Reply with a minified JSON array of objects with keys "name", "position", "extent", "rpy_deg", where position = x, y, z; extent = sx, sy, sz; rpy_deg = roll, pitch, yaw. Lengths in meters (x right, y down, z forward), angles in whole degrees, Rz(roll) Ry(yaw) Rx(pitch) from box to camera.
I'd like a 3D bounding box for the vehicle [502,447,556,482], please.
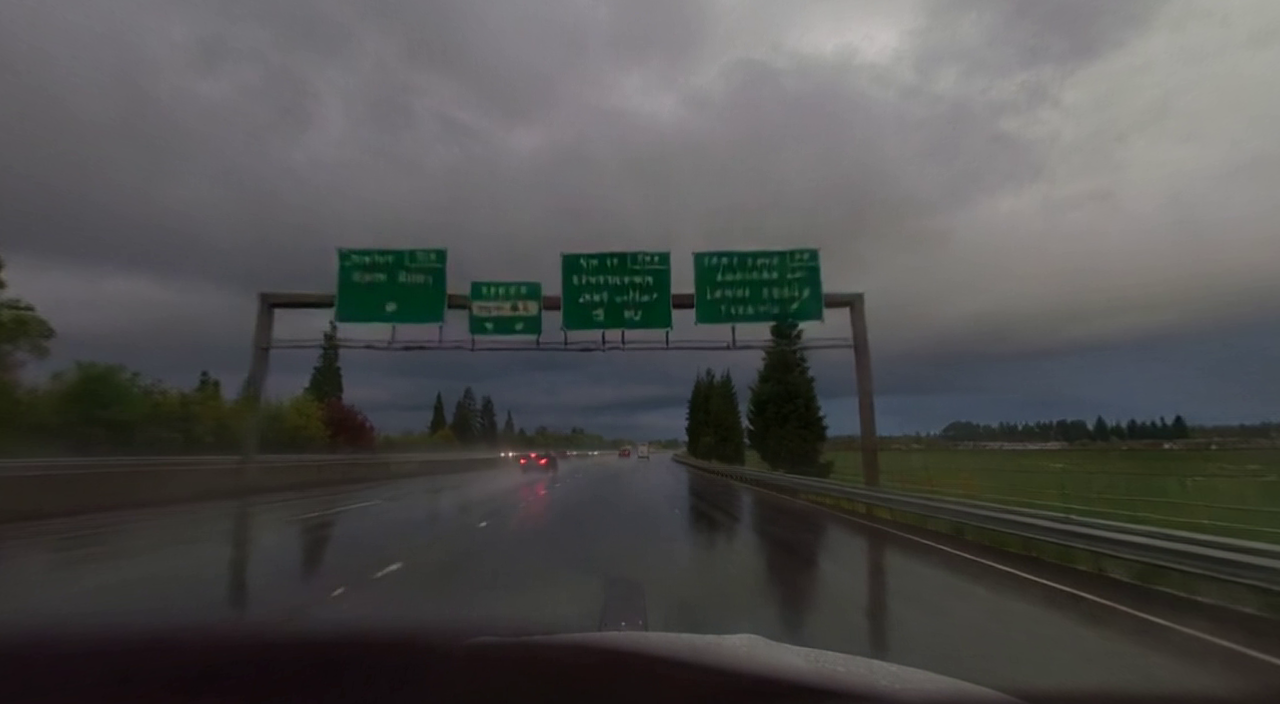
[{"name":"vehicle","position":[-5.437,5.563,31.454],"extent":[1.875,1.587,4.687],"rpy_deg":[0,-9,-1]}]
